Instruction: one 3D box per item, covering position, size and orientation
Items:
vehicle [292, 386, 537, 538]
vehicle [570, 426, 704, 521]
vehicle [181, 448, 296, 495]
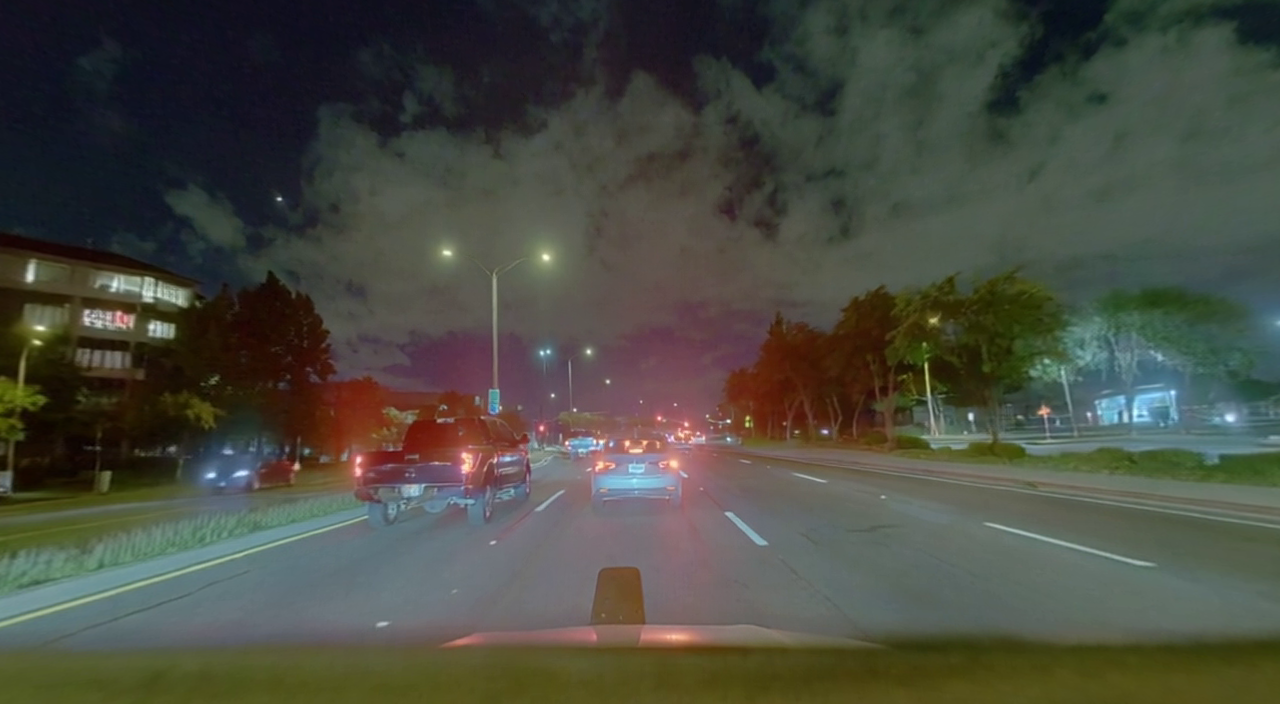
[{"bbox_3d":[-3.427,1.854,11.157,2.301,1.985,5.531,0,-8,0],"label":"vehicle"},{"bbox_3d":[-0.116,2.224,12.075,2.126,1.475,3.967,0,-8,-2],"label":"vehicle"},{"bbox_3d":[-14.391,4.261,22.951,1.737,1.498,3.854,0,-8,-2],"label":"vehicle"}]
